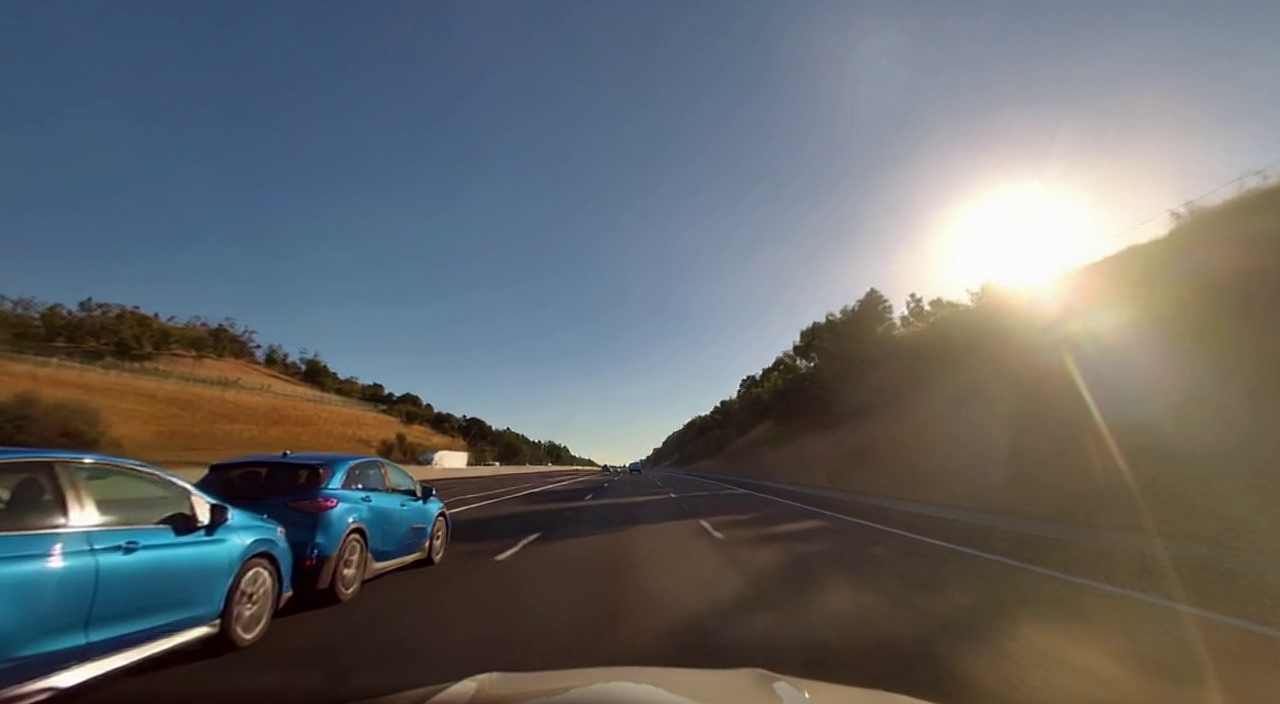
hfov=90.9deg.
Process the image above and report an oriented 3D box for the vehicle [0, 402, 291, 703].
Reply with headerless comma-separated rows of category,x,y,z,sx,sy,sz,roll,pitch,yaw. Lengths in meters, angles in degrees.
vehicle,-3.170,0.832,1.631,2.016,1.506,4.387,1,-10,-1
